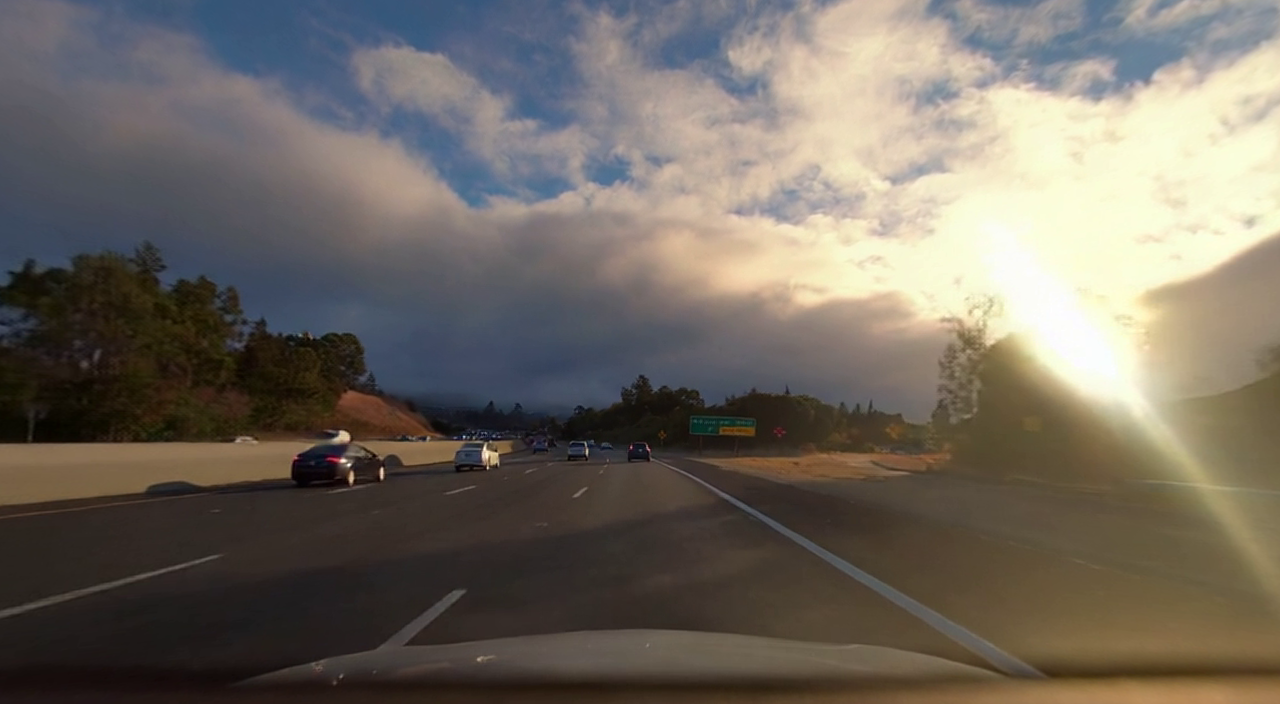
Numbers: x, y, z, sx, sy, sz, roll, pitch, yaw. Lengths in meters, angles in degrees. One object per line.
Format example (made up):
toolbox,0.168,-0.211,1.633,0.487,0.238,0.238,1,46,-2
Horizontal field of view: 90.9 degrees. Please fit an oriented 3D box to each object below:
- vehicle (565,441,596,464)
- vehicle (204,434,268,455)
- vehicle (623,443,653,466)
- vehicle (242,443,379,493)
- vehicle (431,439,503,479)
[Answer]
vehicle,-4.407,7.543,47.422,1.991,1.610,4.606,0,-8,-1
vehicle,-30.121,6.929,47.162,1.829,1.494,4.527,0,-8,-1
vehicle,-0.157,6.682,41.250,1.881,1.460,3.694,0,-8,-2
vehicle,-10.902,3.835,21.392,1.935,1.474,5.033,0,-8,0
vehicle,-7.548,4.687,27.917,2.086,1.628,4.039,0,-8,-1
